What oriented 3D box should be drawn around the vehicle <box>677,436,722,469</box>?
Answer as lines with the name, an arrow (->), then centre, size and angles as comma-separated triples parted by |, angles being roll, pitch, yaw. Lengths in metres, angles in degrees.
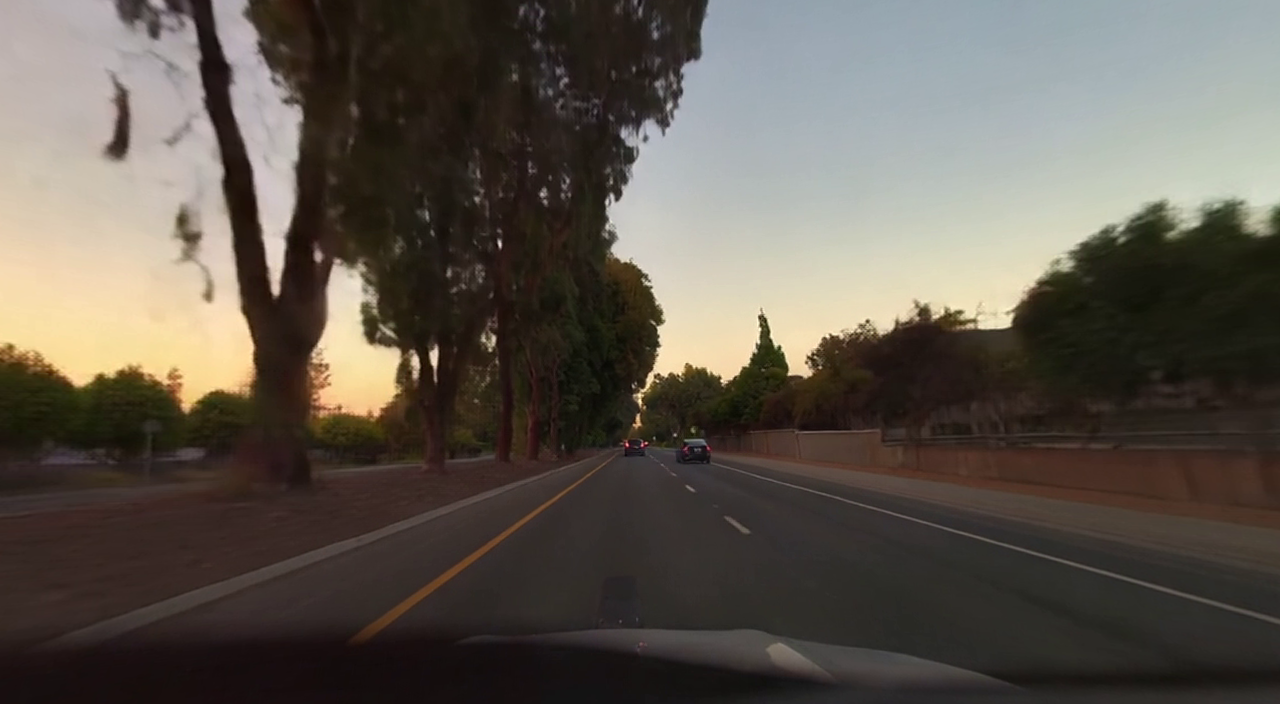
vehicle -> 3.100, 5.346, 33.800 | 1.888, 1.640, 4.044 | 0, -8, -2
